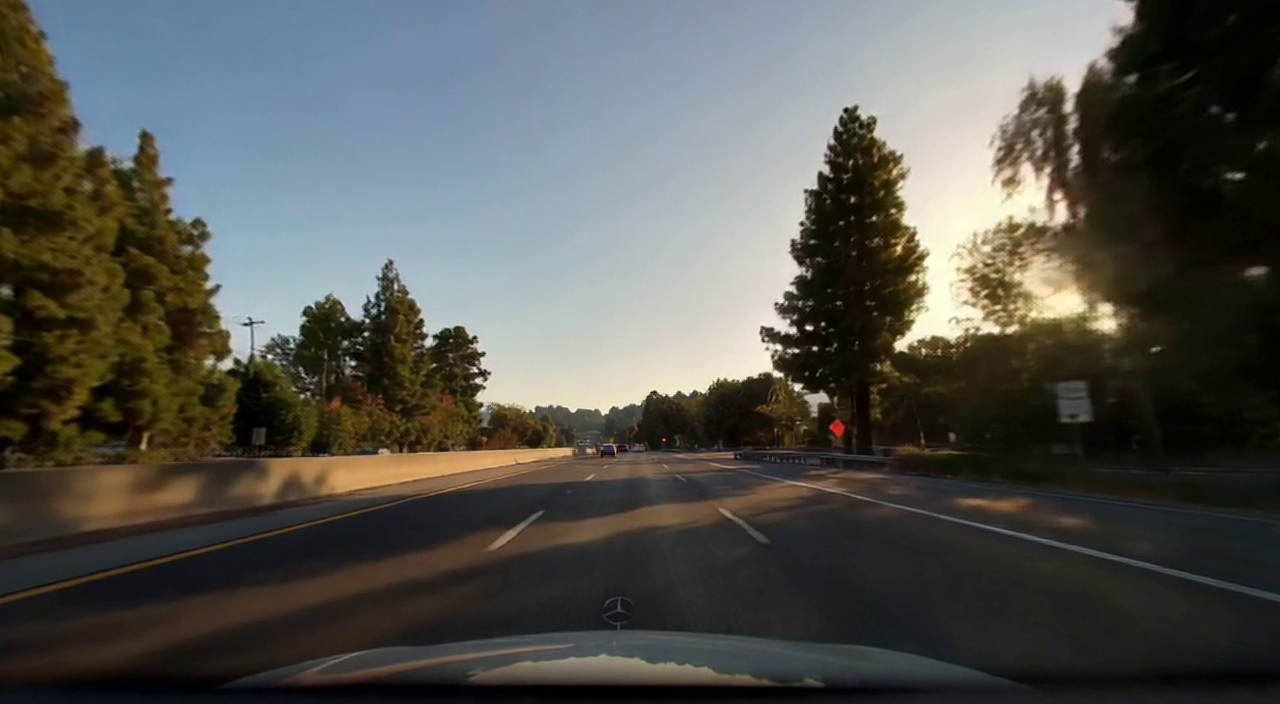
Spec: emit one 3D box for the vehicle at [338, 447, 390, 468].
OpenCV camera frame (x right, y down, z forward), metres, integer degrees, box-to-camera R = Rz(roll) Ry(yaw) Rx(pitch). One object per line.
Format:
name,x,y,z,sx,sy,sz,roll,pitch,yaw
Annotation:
vehicle,-21.485,8.199,49.364,1.946,1.512,4.747,0,-9,0
